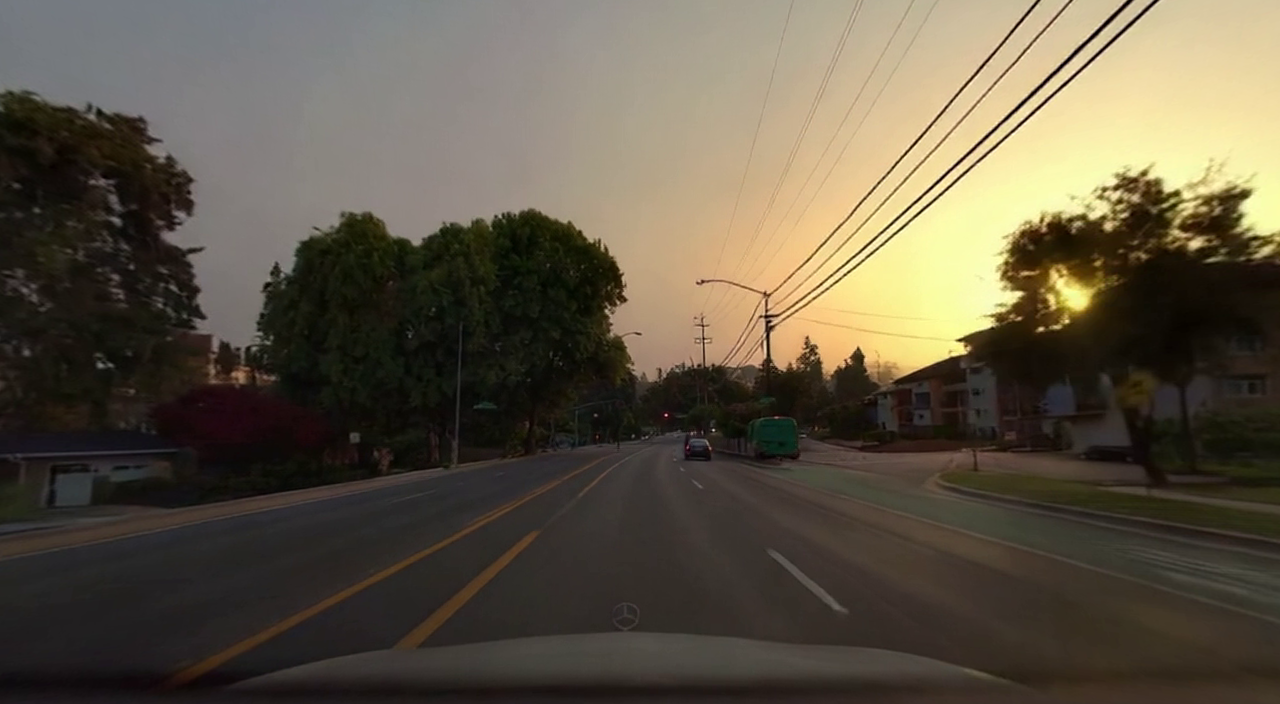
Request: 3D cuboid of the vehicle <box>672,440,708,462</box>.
[{"bbox_3d":[3.372,6.764,43.269,2.015,1.467,4.117,0,-8,-1],"label":"vehicle"}]
